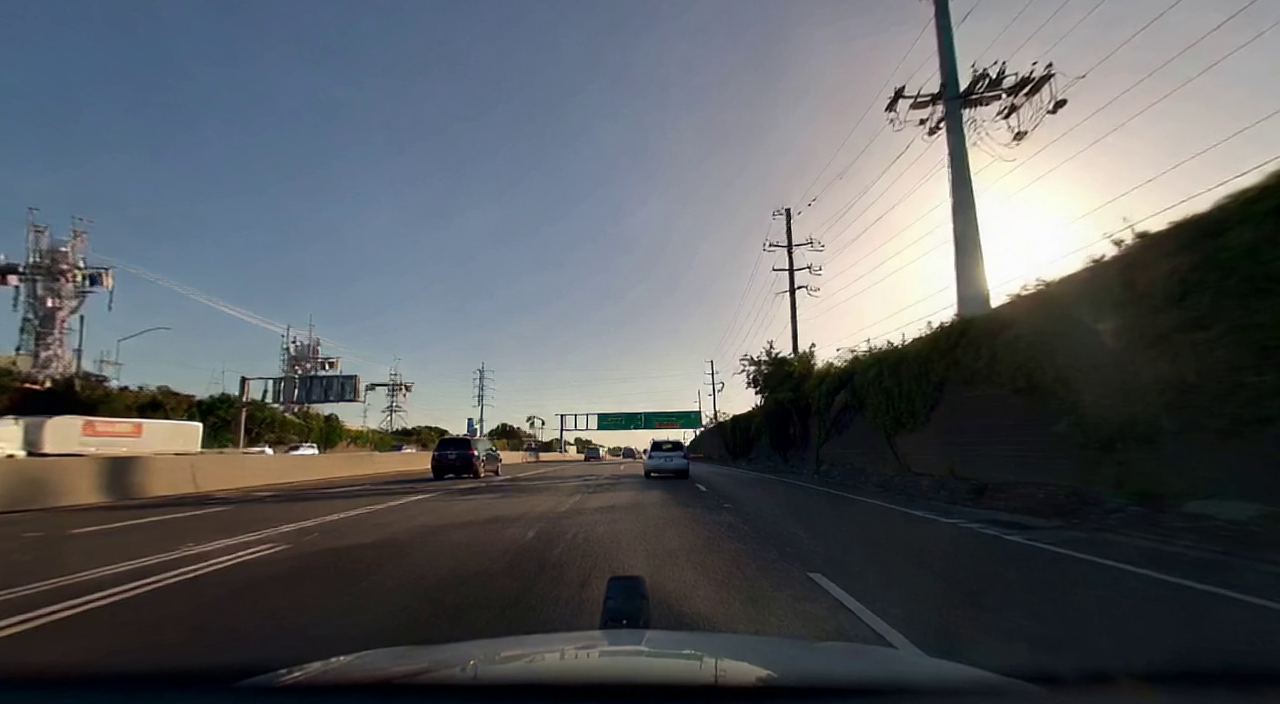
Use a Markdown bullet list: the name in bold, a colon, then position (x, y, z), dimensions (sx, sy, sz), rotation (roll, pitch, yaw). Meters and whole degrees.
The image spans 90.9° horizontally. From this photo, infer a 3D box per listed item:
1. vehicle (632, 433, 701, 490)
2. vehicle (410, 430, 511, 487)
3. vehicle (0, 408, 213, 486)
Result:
- **vehicle**: position (0.828, 3.702, 21.623), dimensions (2.134, 1.733, 4.049), rotation (0, -8, 0)
- **vehicle**: position (-6.294, 3.795, 22.798), dimensions (2.220, 1.841, 4.516), rotation (0, -8, 1)
- **vehicle**: position (-27.376, 4.744, 31.576), dimensions (2.964, 3.111, 12.904), rotation (0, -8, 0)
